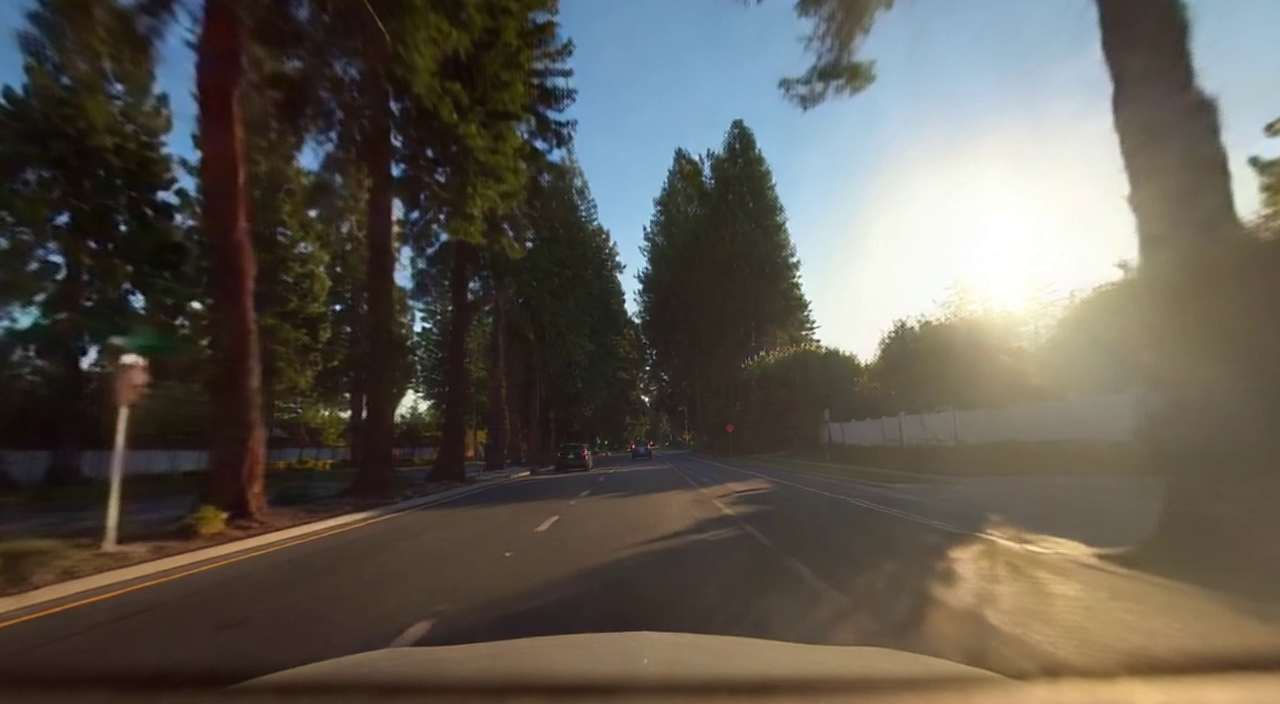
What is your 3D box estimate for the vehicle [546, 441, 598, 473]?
[{"bbox_3d":[-3.212,5.088,30.742,2.021,1.466,4.330,0,-9,1],"label":"vehicle"}]
